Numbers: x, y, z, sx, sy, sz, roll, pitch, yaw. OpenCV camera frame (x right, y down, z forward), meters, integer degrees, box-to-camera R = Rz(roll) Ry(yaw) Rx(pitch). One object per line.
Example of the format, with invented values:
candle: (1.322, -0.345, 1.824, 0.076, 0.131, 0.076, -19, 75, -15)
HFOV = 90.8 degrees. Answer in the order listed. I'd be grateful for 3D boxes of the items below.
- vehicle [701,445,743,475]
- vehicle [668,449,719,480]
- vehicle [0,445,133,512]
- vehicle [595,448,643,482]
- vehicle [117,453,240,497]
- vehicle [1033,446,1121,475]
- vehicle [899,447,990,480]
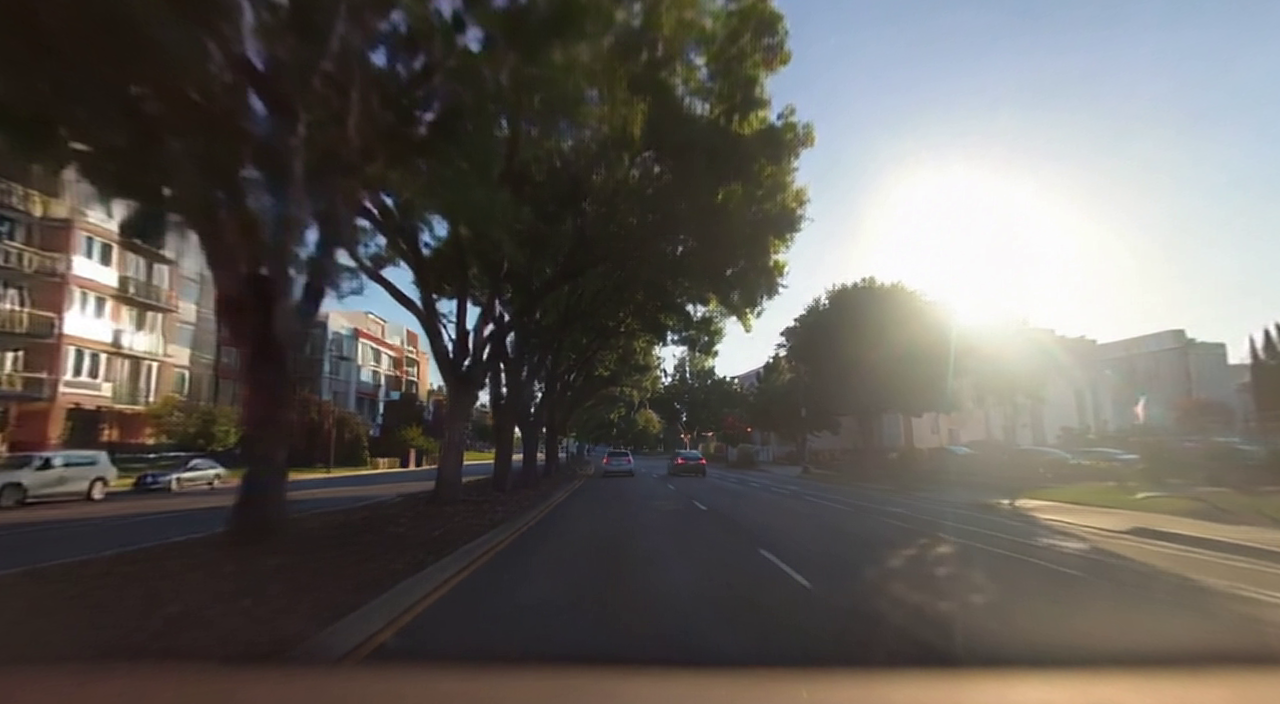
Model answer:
vehicle: (5.698, 7.598, 44.559, 2.052, 1.990, 4.736, 0, -9, -3)
vehicle: (2.697, 5.826, 32.944, 1.993, 1.477, 4.240, 0, -9, -4)
vehicle: (-19.482, 3.933, 19.972, 2.241, 1.891, 5.637, 0, -9, -1)
vehicle: (-1.024, 5.299, 29.898, 2.101, 1.444, 4.248, 0, -9, -2)
vehicle: (-19.743, 5.262, 27.354, 2.019, 1.687, 4.484, 0, -9, -2)
vehicle: (31.845, 7.927, 46.230, 1.956, 1.955, 4.773, 4, -10, -27)
vehicle: (19.846, 7.279, 41.461, 2.150, 1.966, 5.027, 4, -10, -23)
